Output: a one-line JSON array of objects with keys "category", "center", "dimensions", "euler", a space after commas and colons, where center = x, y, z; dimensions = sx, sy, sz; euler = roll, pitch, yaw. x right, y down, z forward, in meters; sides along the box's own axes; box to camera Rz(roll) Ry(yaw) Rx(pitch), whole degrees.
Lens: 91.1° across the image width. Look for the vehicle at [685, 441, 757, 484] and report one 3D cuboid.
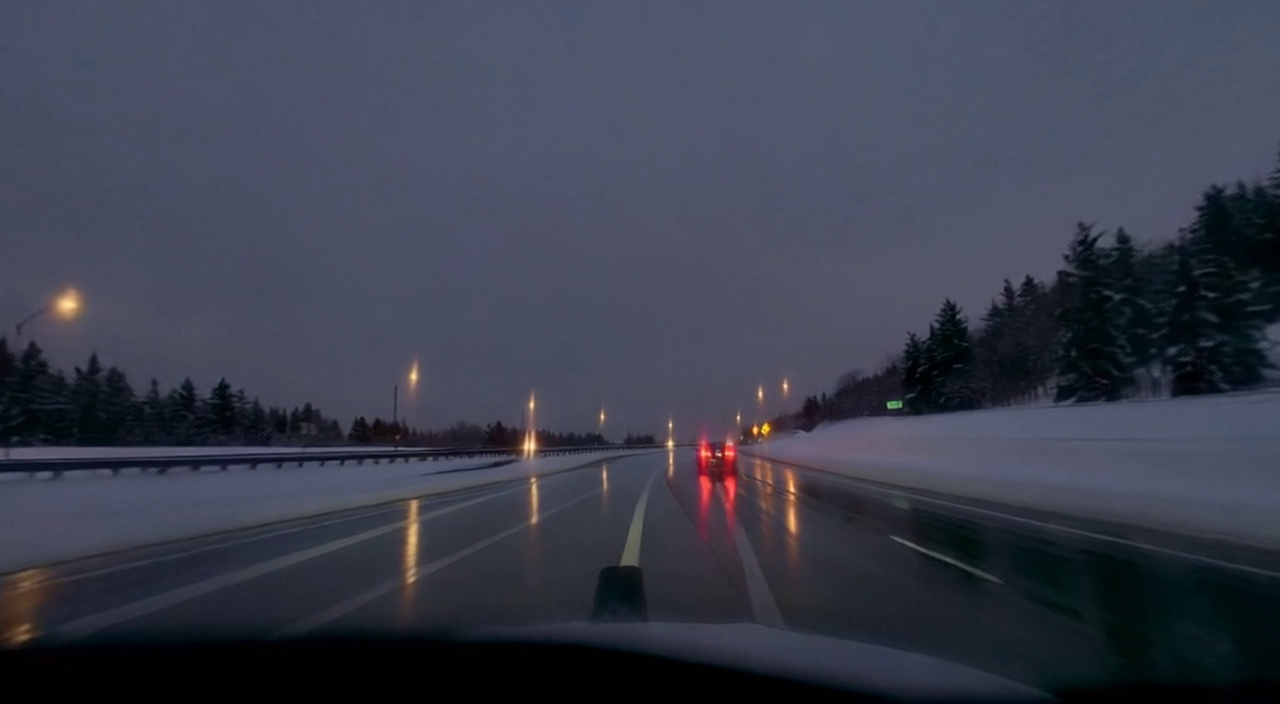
[{"category": "vehicle", "center": [2.850, 4.014, 23.163], "dimensions": [2.124, 1.405, 4.398], "euler": [0, -8, 1]}]
